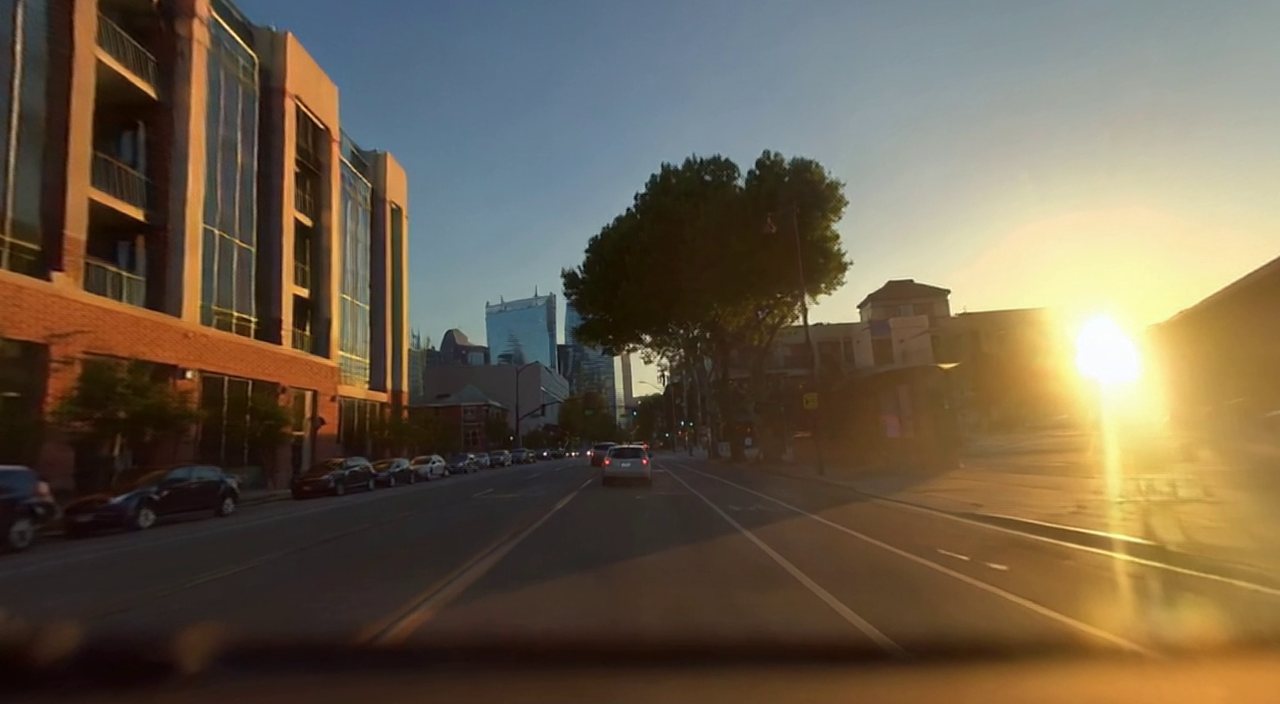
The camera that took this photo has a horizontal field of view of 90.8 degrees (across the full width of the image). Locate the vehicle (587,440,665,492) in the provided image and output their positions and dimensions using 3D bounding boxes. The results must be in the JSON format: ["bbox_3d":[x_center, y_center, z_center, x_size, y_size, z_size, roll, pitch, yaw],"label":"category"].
[{"bbox_3d":[-0.432,3.615,20.361,2.269,1.479,3.980,0,-9,-1],"label":"vehicle"}]

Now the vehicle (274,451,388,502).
[{"bbox_3d":[-11.977,4.823,24.936,2.077,1.732,4.704,0,-9,0],"label":"vehicle"}]

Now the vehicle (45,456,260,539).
[{"bbox_3d":[-11.905,3.508,15.933,1.881,1.686,4.451,0,-9,-1],"label":"vehicle"}]

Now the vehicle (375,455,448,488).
[{"bbox_3d":[-11.829,6.183,33.094,1.991,1.507,4.879,0,-8,0],"label":"vehicle"}]

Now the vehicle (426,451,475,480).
[{"bbox_3d":[-12.130,7.264,40.666,1.976,1.577,4.091,-4,-8,-1],"label":"vehicle"}]
